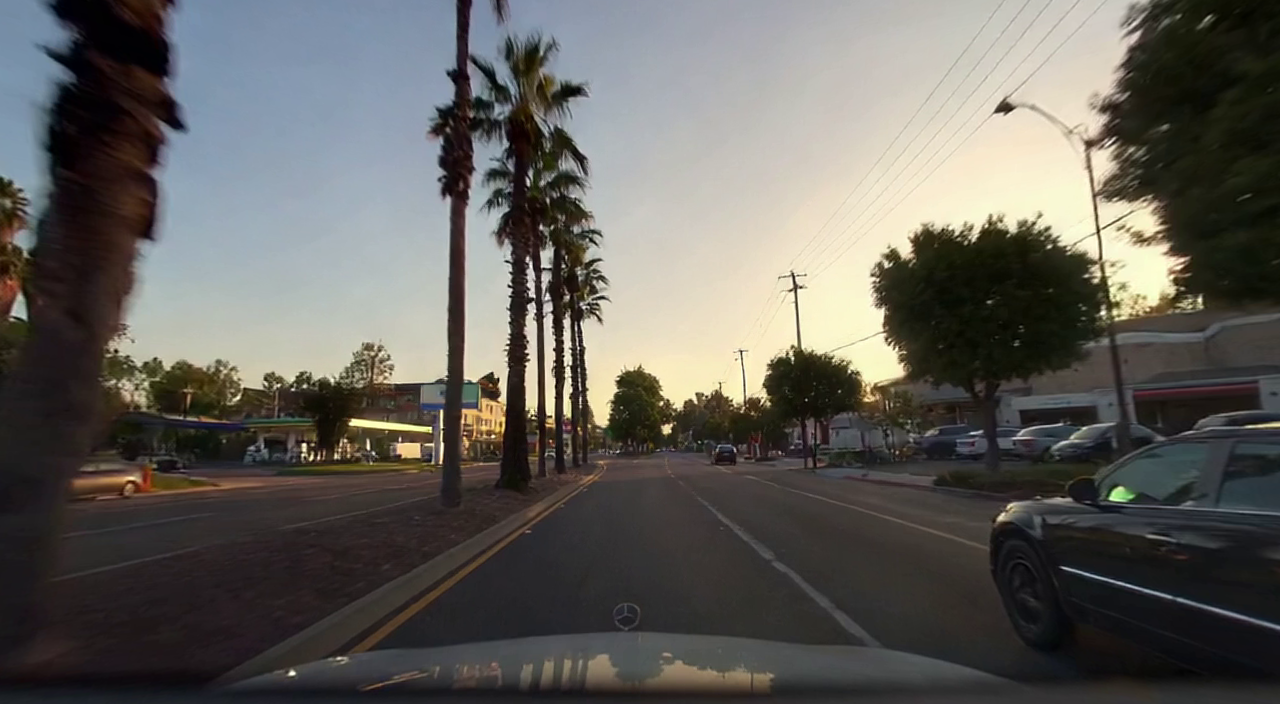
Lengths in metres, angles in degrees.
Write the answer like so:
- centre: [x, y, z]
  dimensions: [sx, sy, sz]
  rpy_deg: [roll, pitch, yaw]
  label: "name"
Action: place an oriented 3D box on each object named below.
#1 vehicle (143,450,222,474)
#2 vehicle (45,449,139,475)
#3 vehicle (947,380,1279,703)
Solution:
- centre: [-32.172, 7.721, 44.603]
  dimensions: [1.886, 1.609, 4.563]
  rpy_deg: [-1, -9, 6]
  label: "vehicle"
- centre: [-38.485, 7.693, 44.557]
  dimensions: [2.172, 1.703, 4.689]
  rpy_deg: [-1, -9, 4]
  label: "vehicle"
- centre: [3.401, 0.895, 2.280]
  dimensions: [2.075, 1.579, 5.101]
  rpy_deg: [0, -9, 1]
  label: "vehicle"
